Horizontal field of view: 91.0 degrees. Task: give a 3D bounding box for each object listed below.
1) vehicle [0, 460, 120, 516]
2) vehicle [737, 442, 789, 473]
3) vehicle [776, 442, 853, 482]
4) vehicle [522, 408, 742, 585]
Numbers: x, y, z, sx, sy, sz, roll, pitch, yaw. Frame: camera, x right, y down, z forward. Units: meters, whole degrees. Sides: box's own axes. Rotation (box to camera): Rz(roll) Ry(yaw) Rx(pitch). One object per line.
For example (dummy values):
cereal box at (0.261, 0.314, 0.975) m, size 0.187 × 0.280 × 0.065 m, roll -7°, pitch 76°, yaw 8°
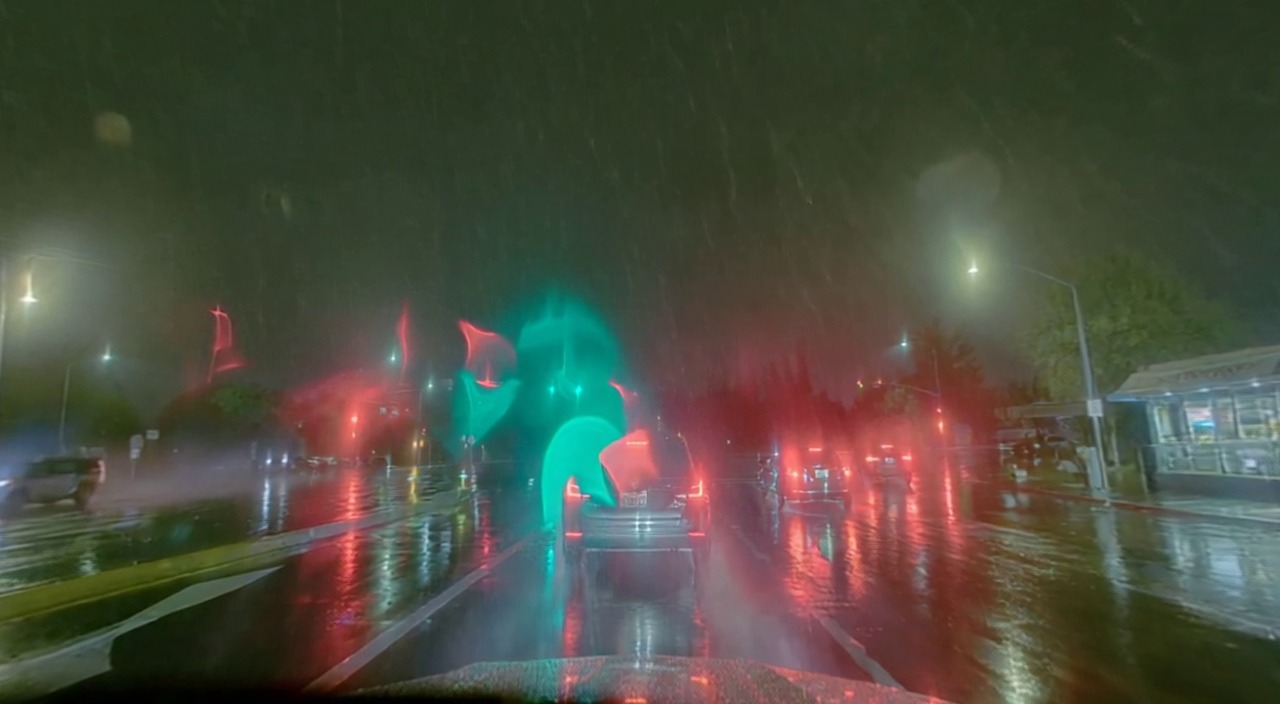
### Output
vehicle at (-19.141, 4.208, 19.878) m, size 1.969 × 1.458 × 4.300 m, roll 1°, pitch -9°, yaw -5°
vehicle at (6.279, 5.454, 32.638) m, size 1.961 × 1.477 × 4.454 m, roll 0°, pitch -8°, yaw 2°
vehicle at (6.865, 4.375, 25.259) m, size 1.833 × 1.452 × 4.237 m, roll 0°, pitch -8°, yaw 0°
vehicle at (-0.058, 1.694, 8.117) m, size 2.115 × 1.700 × 3.901 m, roll 0°, pitch -8°, yaw 1°
